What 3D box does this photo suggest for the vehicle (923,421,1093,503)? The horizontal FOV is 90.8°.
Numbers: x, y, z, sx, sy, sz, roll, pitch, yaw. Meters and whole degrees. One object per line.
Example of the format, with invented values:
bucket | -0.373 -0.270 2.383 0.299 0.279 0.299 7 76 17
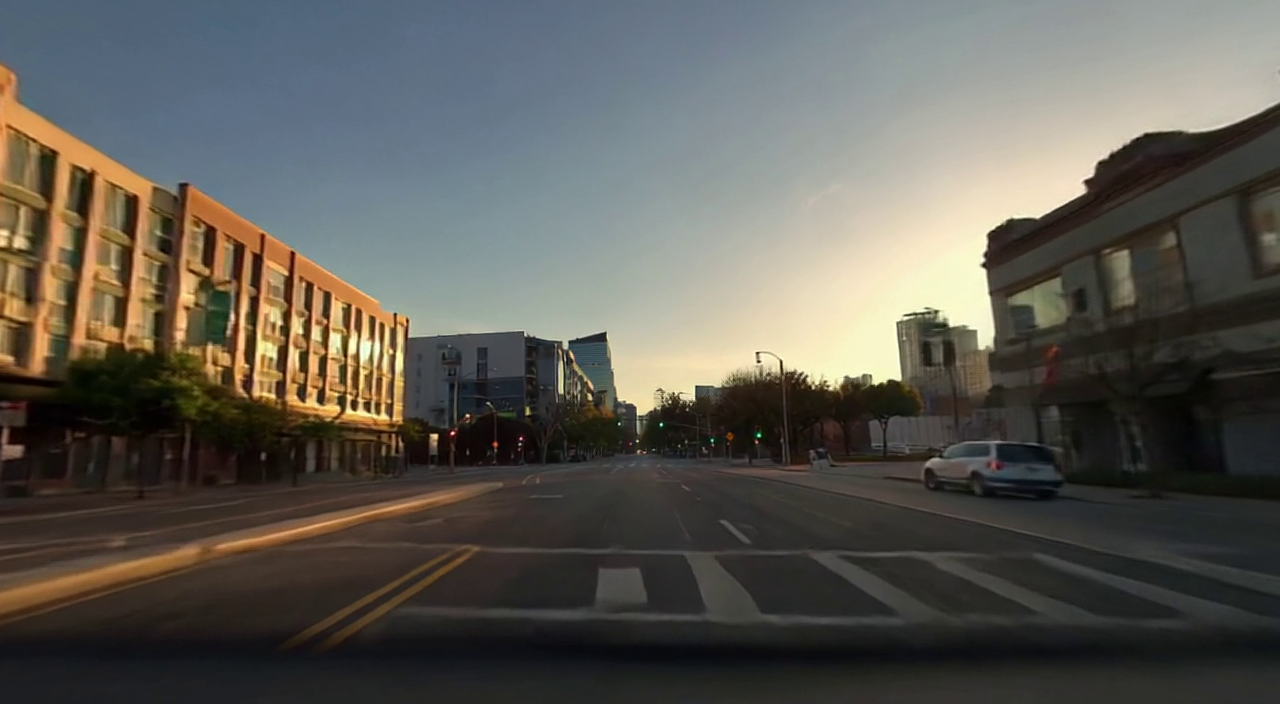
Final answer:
vehicle | 10.039 3.052 17.800 2.101 1.957 4.718 0 -9 3
